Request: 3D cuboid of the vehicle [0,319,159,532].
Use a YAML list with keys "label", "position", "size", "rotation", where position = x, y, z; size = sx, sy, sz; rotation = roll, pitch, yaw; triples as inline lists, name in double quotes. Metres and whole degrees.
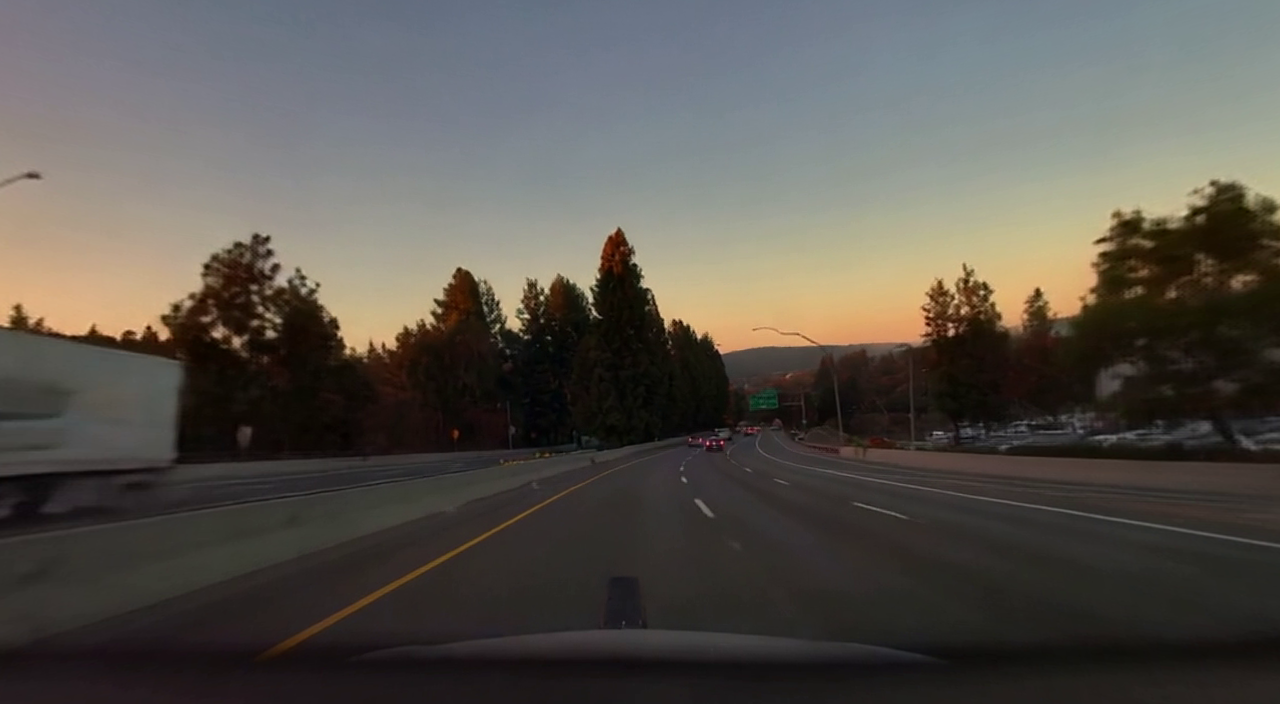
- label: "vehicle"
  position: [-14.623, 0.853, 8.420]
  size: [2.913, 4.308, 16.896]
  rotation: [0, -8, 1]
